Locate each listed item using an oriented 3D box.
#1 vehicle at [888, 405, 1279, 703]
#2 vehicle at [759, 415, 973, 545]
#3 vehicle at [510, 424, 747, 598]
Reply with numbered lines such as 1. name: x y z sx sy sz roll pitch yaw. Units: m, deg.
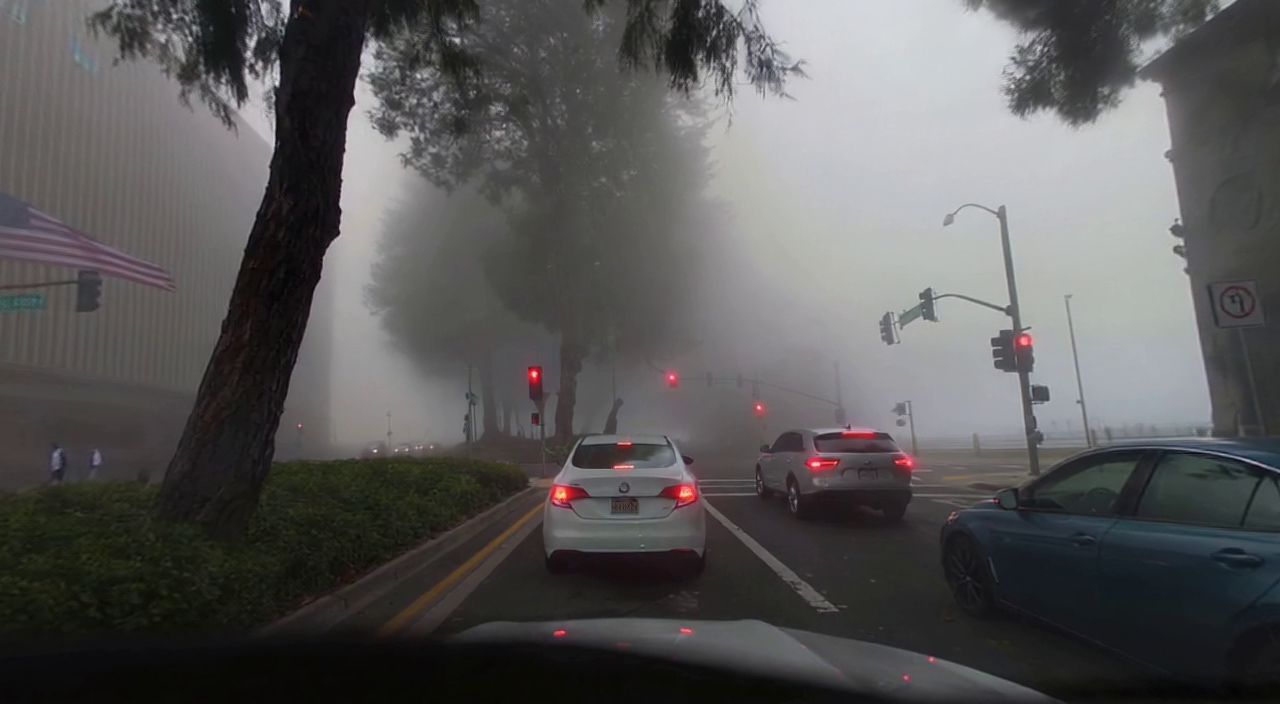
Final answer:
1. vehicle: 3.377 1.176 4.000 1.833 1.465 4.258 0 -8 -1
2. vehicle: 3.508 2.078 10.942 1.978 1.738 4.599 0 -8 0
3. vehicle: -0.104 1.696 7.555 2.096 1.521 3.747 0 -8 0
